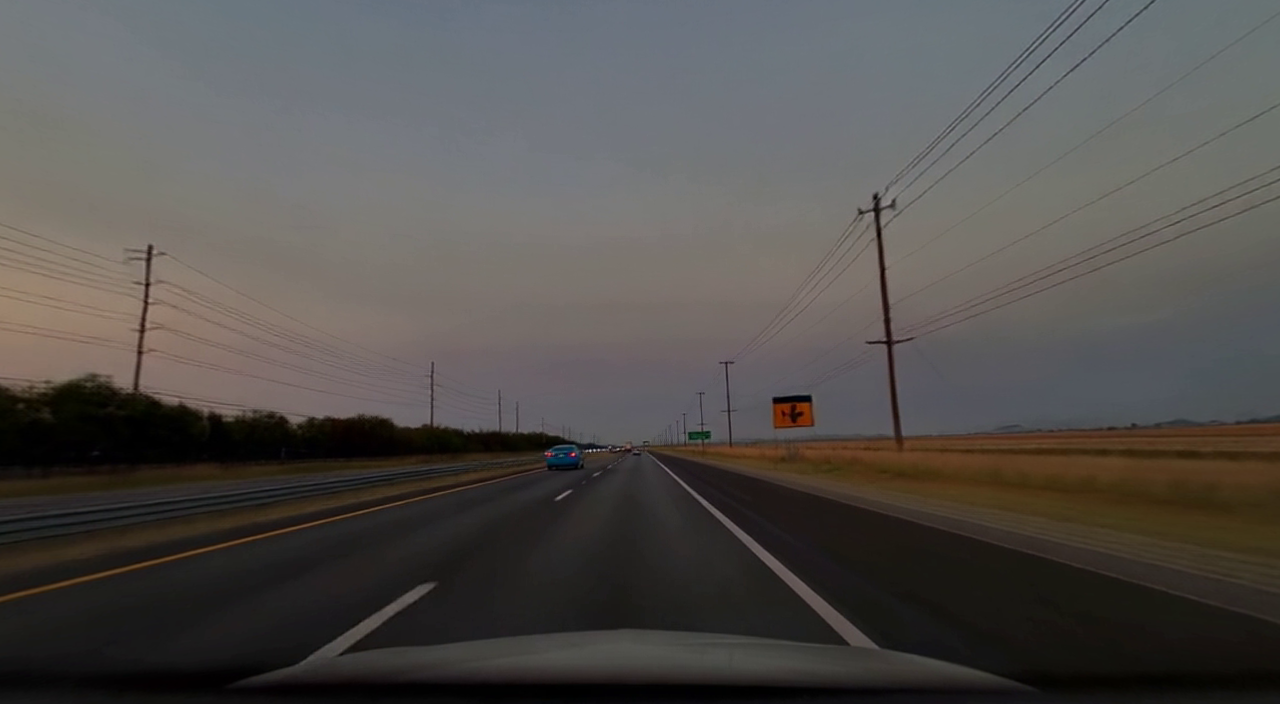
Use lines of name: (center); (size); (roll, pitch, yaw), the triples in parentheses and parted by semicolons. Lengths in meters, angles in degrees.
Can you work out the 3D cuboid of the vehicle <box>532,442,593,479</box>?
vehicle: (-3.450, 4.951, 28.915); (2.106, 1.543, 4.465); (0, -9, 1)
